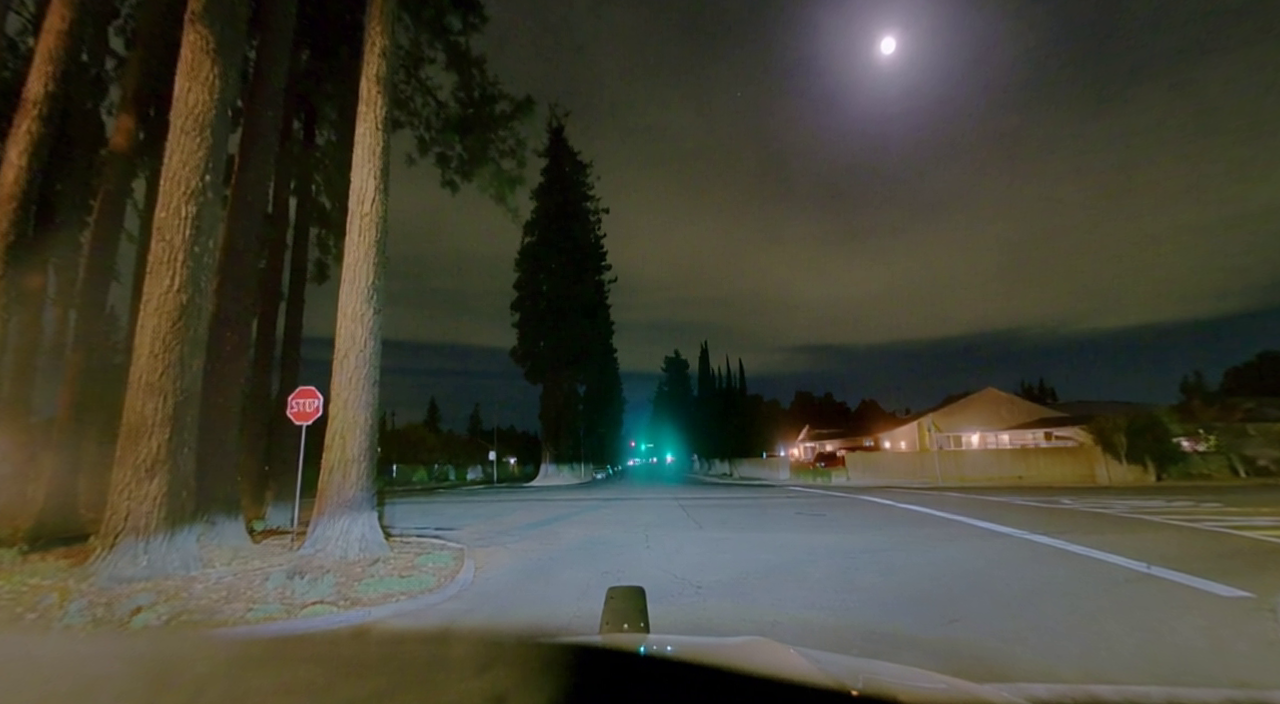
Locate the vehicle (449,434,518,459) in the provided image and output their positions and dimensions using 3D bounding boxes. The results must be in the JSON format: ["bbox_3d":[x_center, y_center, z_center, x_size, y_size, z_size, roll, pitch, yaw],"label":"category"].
[{"bbox_3d":[-11.685,7.086,47.268,4.622,1.782,1.836,0,-8,1],"label":"vehicle"}]
